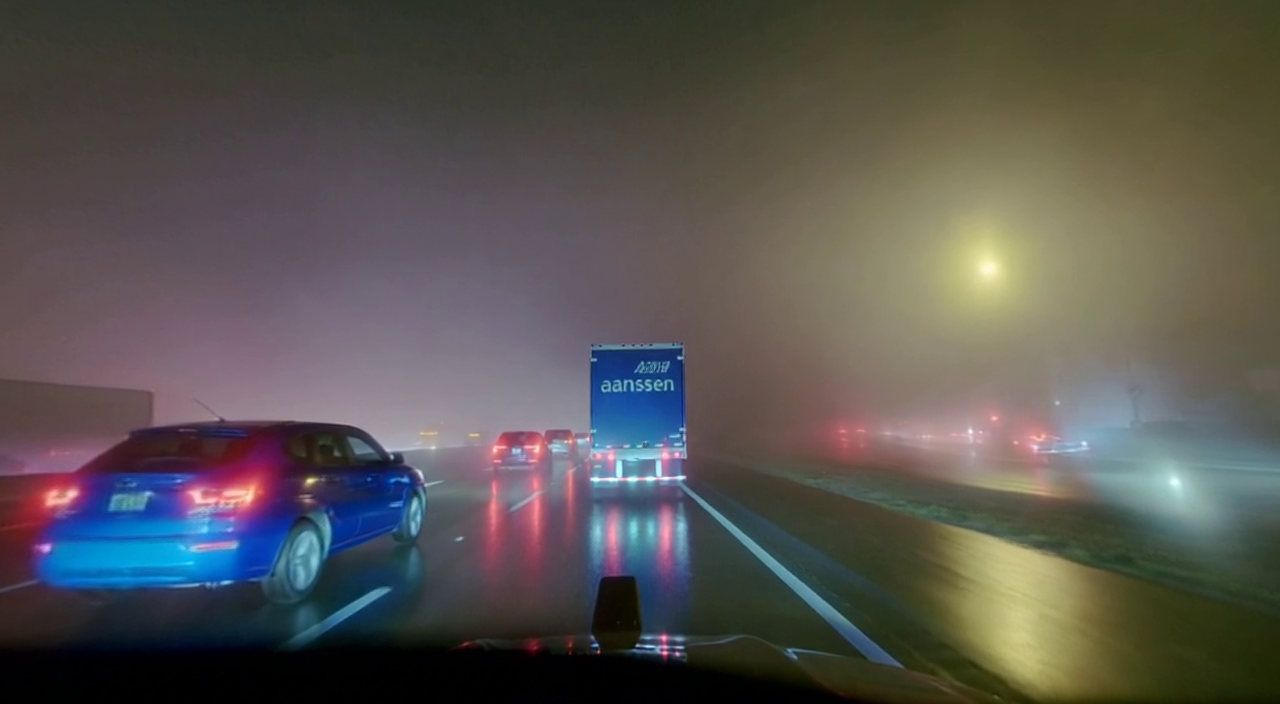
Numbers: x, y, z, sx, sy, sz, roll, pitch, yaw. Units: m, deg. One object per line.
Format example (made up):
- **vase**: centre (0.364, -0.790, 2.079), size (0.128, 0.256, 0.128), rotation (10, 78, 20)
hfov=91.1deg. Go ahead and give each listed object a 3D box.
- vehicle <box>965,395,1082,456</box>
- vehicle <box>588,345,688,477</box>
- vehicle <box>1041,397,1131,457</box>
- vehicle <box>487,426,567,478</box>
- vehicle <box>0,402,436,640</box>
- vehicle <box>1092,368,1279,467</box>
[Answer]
- **vehicle**: centre (18.955, 3.737, 31.516), size (2.432, 2.753, 5.388), rotation (0, -8, 1)
- **vehicle**: centre (-0.105, 2.615, 25.625), size (3.171, 4.204, 11.036), rotation (0, -8, 0)
- **vehicle**: centre (19.599, 3.330, 27.779), size (1.658, 2.523, 2.851), rotation (0, -8, -1)
- **vehicle**: centre (-3.704, 3.351, 21.393), size (1.946, 1.599, 4.073), rotation (0, -8, 0)
- **vehicle**: centre (-3.741, 1.377, 6.261), size (1.964, 1.507, 4.361), rotation (0, -8, 0)
- **vehicle**: centre (19.381, 2.386, 22.160), size (2.443, 3.006, 5.844), rotation (0, -8, 0)
